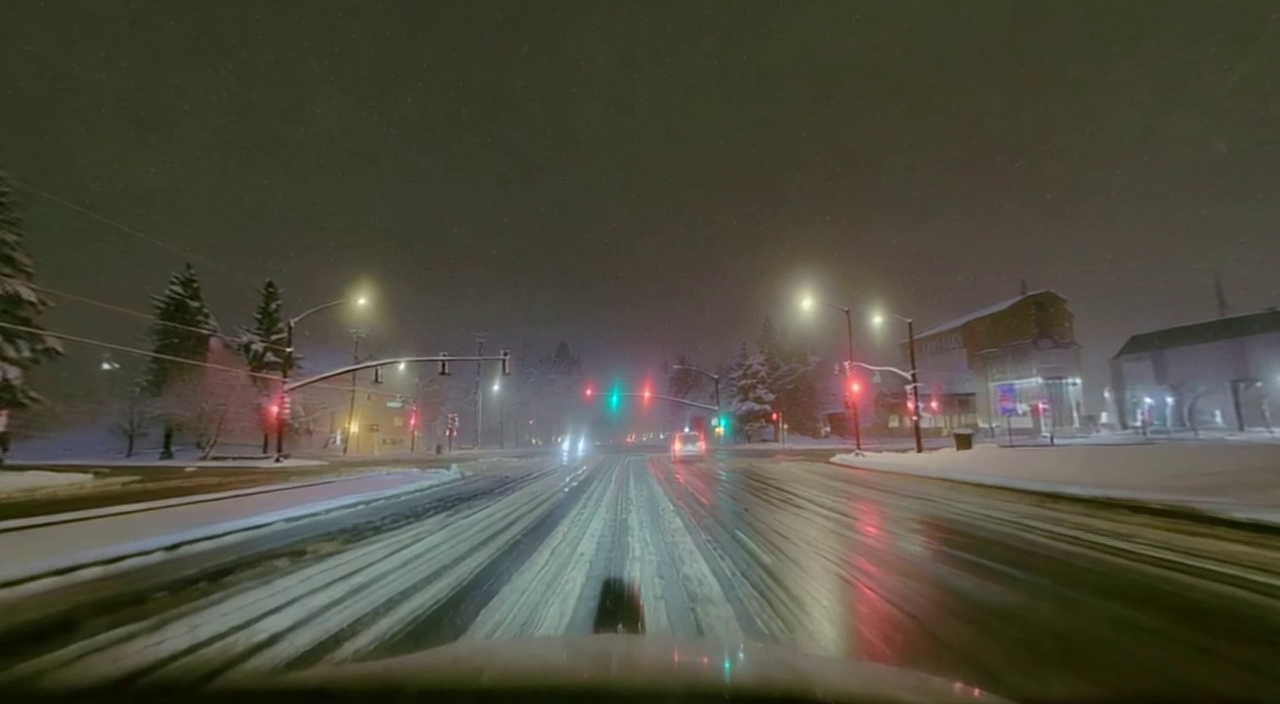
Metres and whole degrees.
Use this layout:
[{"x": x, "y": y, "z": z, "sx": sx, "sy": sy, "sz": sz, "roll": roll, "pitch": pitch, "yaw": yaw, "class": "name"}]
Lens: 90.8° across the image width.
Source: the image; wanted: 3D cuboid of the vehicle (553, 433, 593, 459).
[{"x": -4.161, "y": 5.881, "z": 39.706, "sx": 1.973, "sy": 1.526, "sz": 4.533, "roll": 0, "pitch": -8, "yaw": 0, "class": "vehicle"}]

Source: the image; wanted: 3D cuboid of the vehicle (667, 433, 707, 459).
[{"x": 2.843, "y": 5.858, "z": 39.296, "sx": 2.130, "sy": 1.524, "sz": 4.722, "roll": 0, "pitch": -8, "yaw": 0, "class": "vehicle"}]
